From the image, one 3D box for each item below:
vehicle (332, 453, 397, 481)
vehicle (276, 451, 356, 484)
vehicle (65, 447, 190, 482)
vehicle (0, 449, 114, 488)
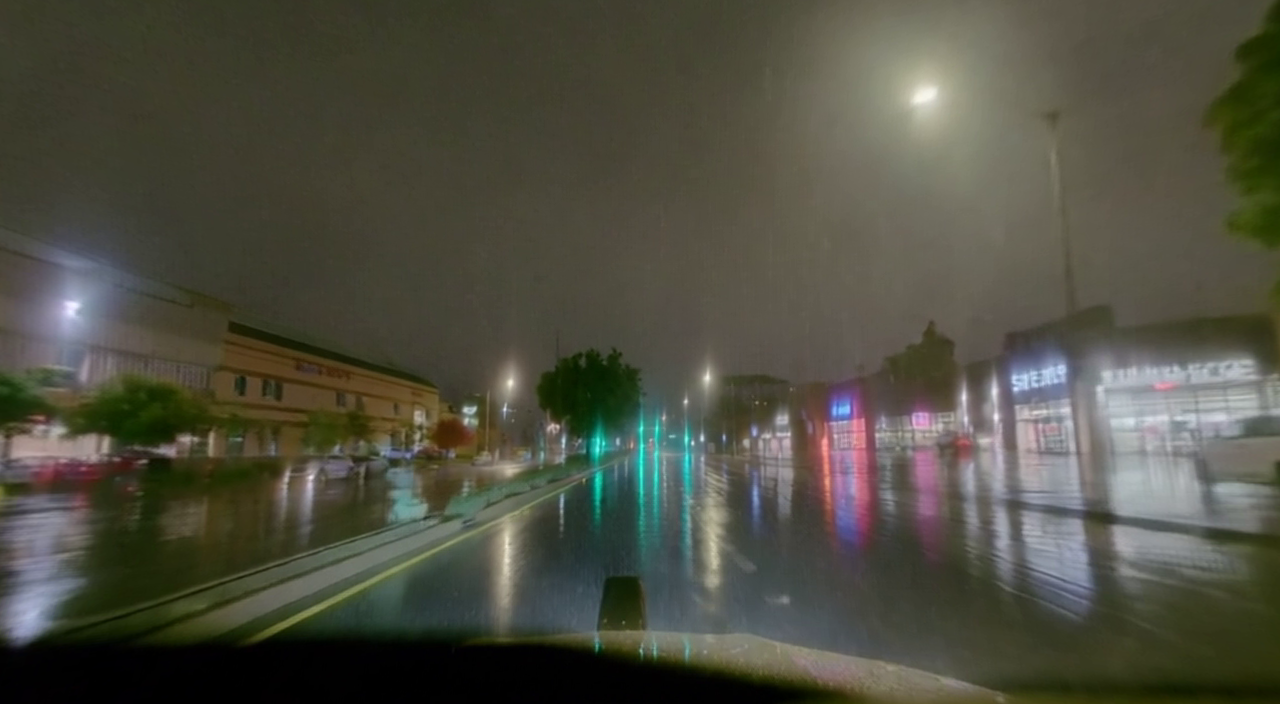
[{"bbox_3d":[-18.770,7.808,43.009,1.959,1.535,5.081,0,-7,3],"label":"vehicle"},{"bbox_3d":[-19.079,6.808,37.275,2.029,1.785,4.694,0,-8,3],"label":"vehicle"},{"bbox_3d":[-27.000,5.924,33.227,4.472,1.717,2.392,0,-8,-2],"label":"vehicle"},{"bbox_3d":[-27.158,5.219,28.358,4.724,1.634,2.314,0,-8,1],"label":"vehicle"}]
